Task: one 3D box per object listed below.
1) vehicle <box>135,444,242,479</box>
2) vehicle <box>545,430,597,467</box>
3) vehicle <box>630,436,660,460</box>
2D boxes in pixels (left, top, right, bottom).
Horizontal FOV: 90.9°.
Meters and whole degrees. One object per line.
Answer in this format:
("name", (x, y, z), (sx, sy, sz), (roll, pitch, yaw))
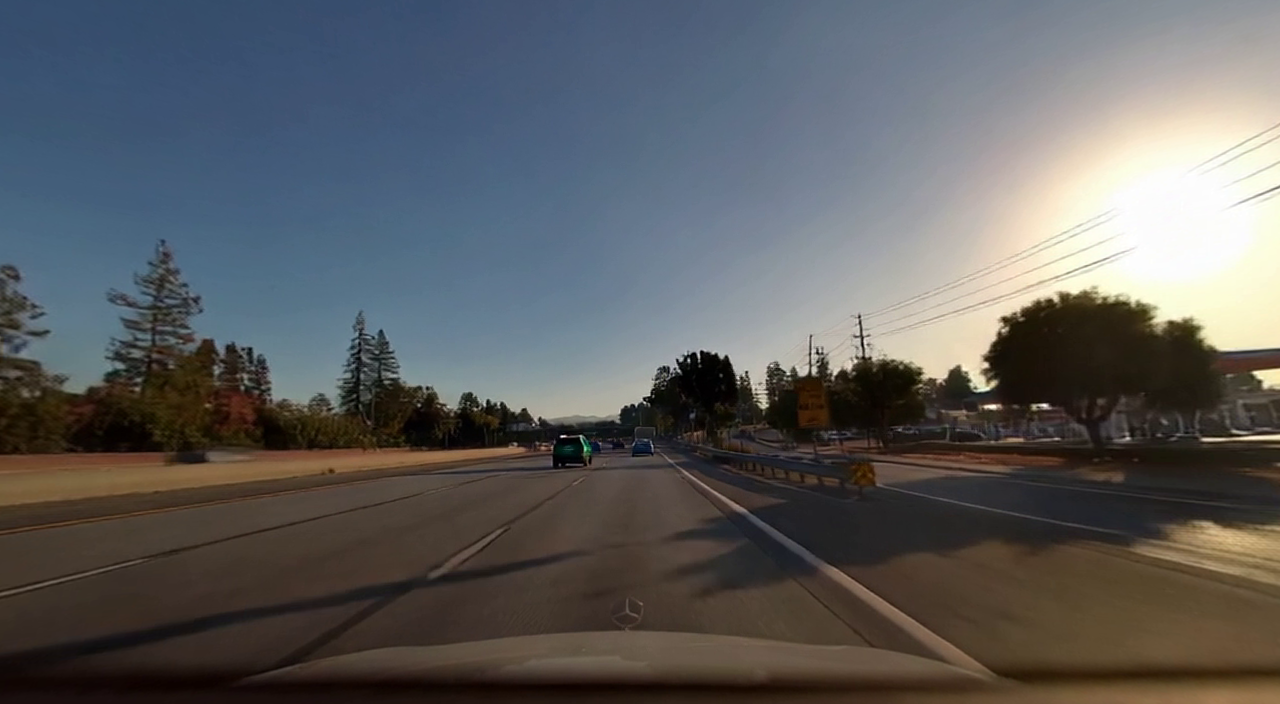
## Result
("vehicle", (-20.377, 4.933, 28.707), (1.849, 1.481, 4.051), (0, -8, 0))
("vehicle", (-3.771, 5.383, 35.266), (2.273, 1.884, 4.515), (0, -8, 1))
("vehicle", (0.301, 6.579, 43.343), (1.982, 1.524, 3.800), (0, -8, -1))
